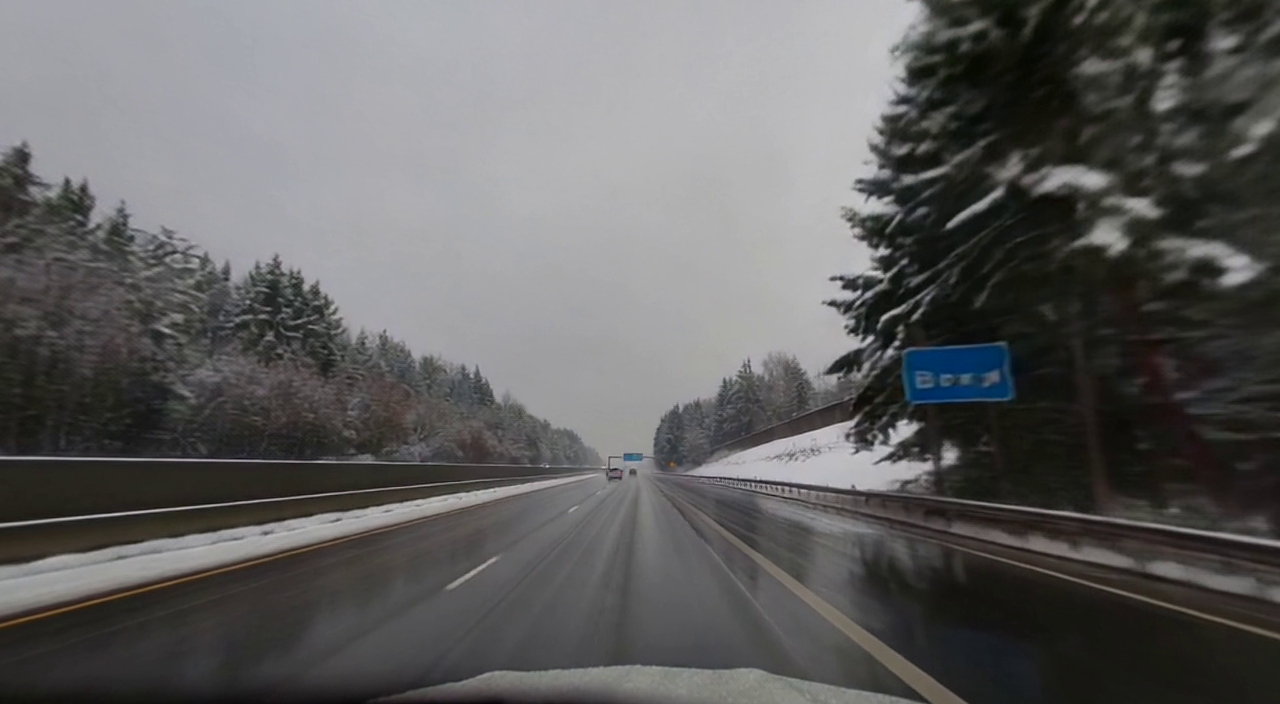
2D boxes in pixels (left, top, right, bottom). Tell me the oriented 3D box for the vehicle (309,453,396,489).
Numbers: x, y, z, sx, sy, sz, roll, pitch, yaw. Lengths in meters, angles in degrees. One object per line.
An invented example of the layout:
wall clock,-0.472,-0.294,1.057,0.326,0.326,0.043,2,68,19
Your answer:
vehicle,-12.876,5.370,28.527,1.815,1.452,4.391,1,-11,0
